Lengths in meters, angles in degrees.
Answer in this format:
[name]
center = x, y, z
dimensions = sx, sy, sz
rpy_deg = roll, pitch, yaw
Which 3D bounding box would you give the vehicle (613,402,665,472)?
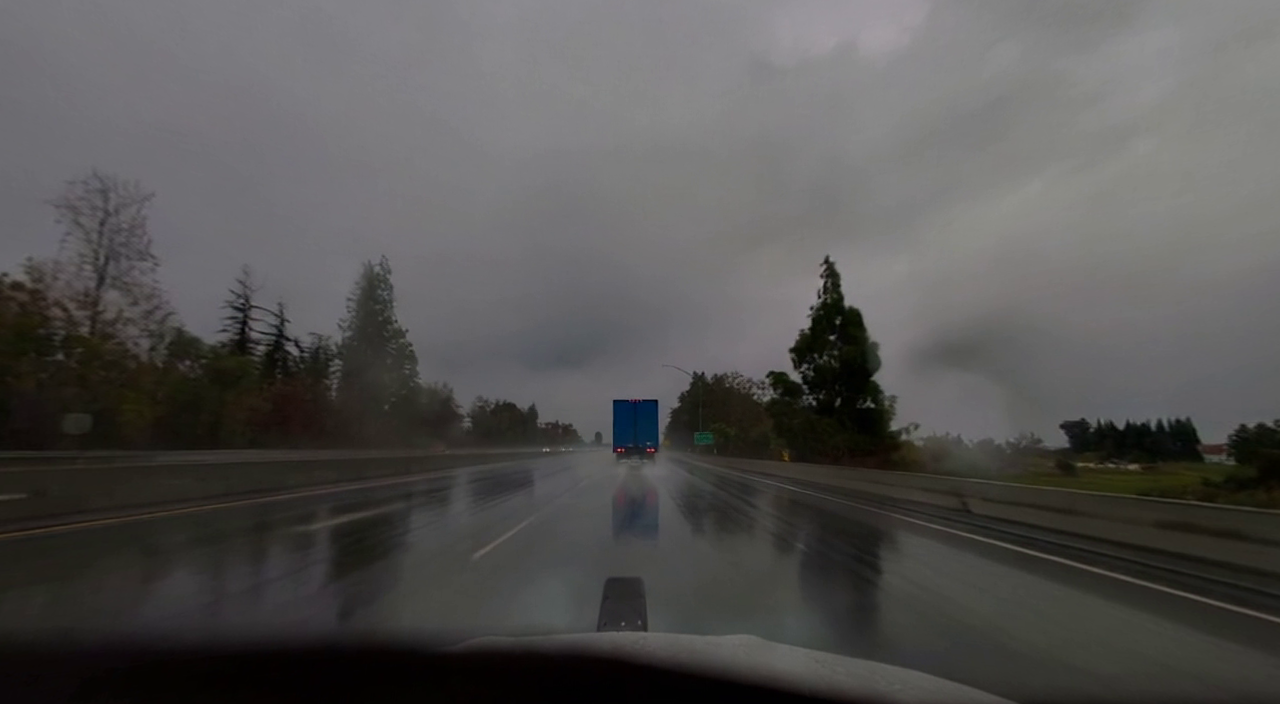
[vehicle]
center = -0.107, 5.707, 41.594
dimensions = 2.982, 3.947, 11.075
rpy_deg = 0, -9, -1
